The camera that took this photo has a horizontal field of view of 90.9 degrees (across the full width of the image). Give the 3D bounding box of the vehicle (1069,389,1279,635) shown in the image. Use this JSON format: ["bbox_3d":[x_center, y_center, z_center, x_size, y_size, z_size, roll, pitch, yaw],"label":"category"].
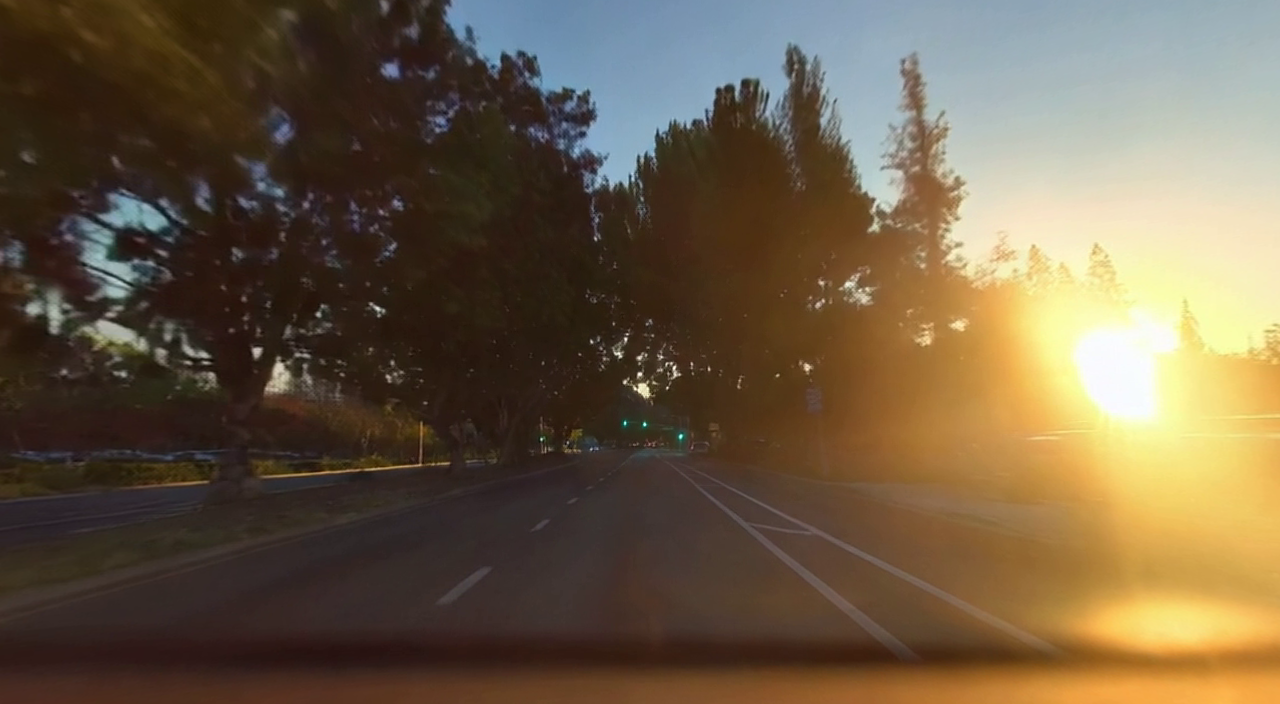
[{"bbox_3d":[5.459,1.077,4.159,2.057,1.688,4.596,0,-8,1],"label":"vehicle"}]
